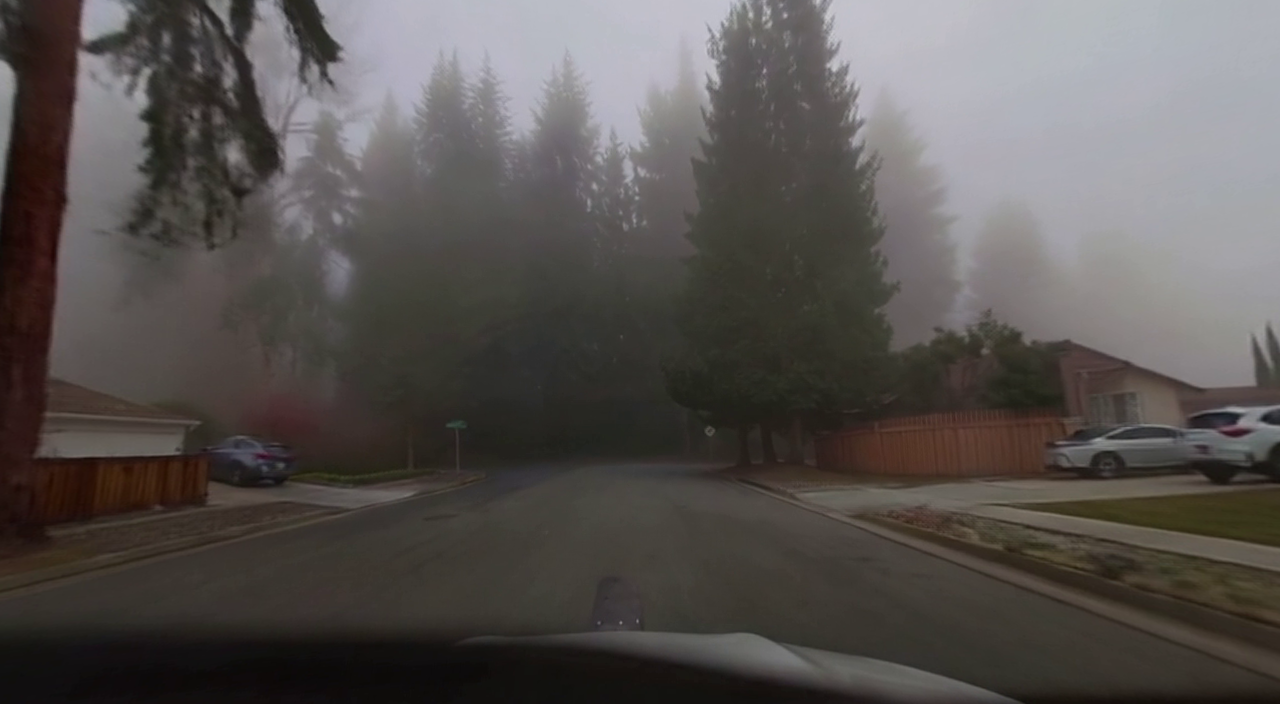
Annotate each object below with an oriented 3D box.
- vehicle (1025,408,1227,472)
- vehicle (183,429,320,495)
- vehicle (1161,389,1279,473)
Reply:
[{"bbox_3d":[13.104,2.446,17.341,3.780,1.601,2.025,-2,-9,13],"label":"vehicle"},{"bbox_3d":[-12.469,3.470,20.167,4.656,1.835,2.039,-7,-11,37],"label":"vehicle"},{"bbox_3d":[14.453,1.727,13.750,4.261,1.725,1.955,-4,-9,20],"label":"vehicle"}]
